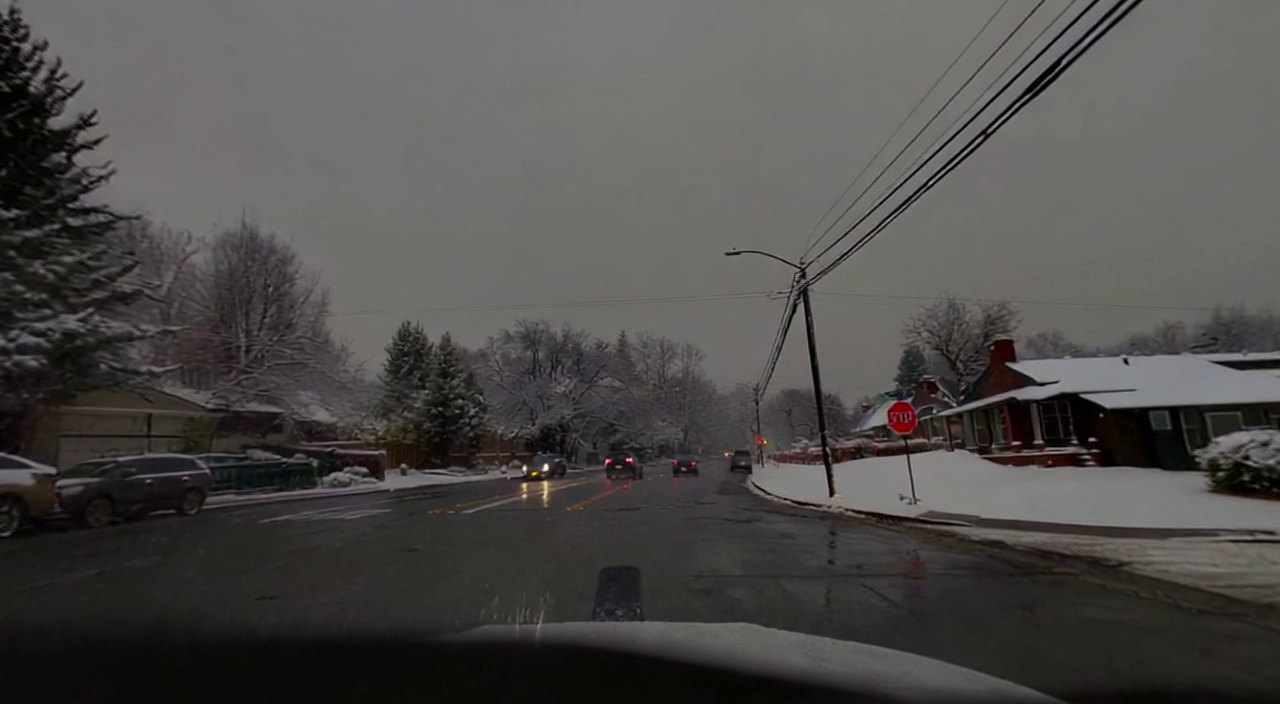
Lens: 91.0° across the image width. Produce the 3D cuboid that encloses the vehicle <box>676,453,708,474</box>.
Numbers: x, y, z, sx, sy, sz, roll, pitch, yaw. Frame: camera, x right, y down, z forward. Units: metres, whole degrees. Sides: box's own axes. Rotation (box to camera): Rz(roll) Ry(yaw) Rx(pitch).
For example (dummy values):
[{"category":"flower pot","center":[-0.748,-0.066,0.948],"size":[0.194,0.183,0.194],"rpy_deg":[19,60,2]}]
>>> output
[{"category":"vehicle","center":[3.880,8.177,46.345],"size":[1.955,1.459,4.383],"rpy_deg":[-2,-9,10]}]

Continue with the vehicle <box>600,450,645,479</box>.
[{"category":"vehicle","center":[-1.043,7.298,41.122],"size":[2.178,1.695,4.339],"rpy_deg":[-1,-9,9]}]

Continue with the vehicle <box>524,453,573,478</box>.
[{"category":"vehicle","center":[-6.954,8.669,48.229],"size":[2.256,1.755,4.799],"rpy_deg":[-2,-9,10]}]

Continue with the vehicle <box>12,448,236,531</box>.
[{"category":"vehicle","center":[-13.765,3.714,17.331],"size":[2.076,1.864,4.730],"rpy_deg":[-3,-11,1]}]
